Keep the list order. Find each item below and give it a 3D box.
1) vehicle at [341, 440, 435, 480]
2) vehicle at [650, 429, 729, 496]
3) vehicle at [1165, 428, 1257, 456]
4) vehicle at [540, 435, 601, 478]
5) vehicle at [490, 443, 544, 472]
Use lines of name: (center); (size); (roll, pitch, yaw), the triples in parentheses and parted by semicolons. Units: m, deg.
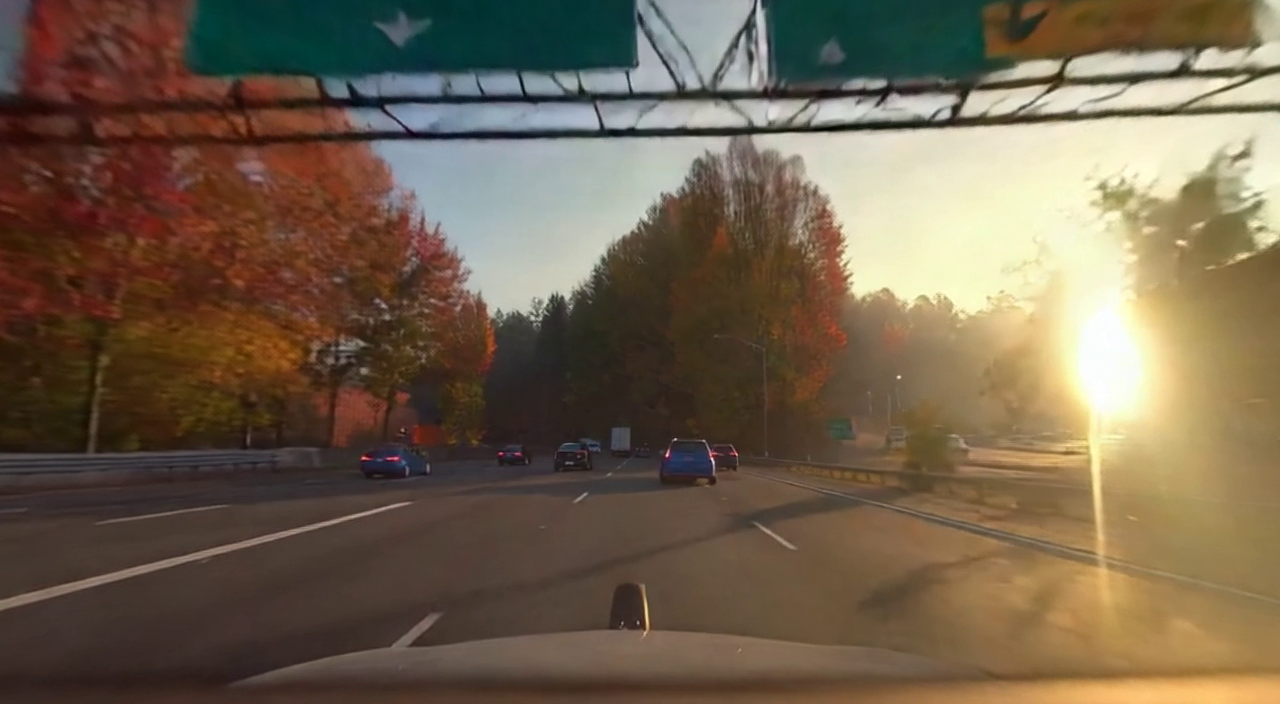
vehicle: (-10.677, 4.601, 27.112); (2.006, 1.509, 4.634); (0, -9, 1)
vehicle: (1.390, 3.307, 19.111); (2.101, 1.742, 4.495); (0, -9, 1)
vehicle: (38.213, 6.020, 42.212); (4.187, 1.609, 1.944); (-3, -7, 0)
vehicle: (-3.000, 4.653, 28.223); (2.111, 1.742, 4.315); (0, -9, 1)
vehicle: (-6.875, 5.932, 35.734); (2.057, 1.496, 4.661); (0, -9, 1)
